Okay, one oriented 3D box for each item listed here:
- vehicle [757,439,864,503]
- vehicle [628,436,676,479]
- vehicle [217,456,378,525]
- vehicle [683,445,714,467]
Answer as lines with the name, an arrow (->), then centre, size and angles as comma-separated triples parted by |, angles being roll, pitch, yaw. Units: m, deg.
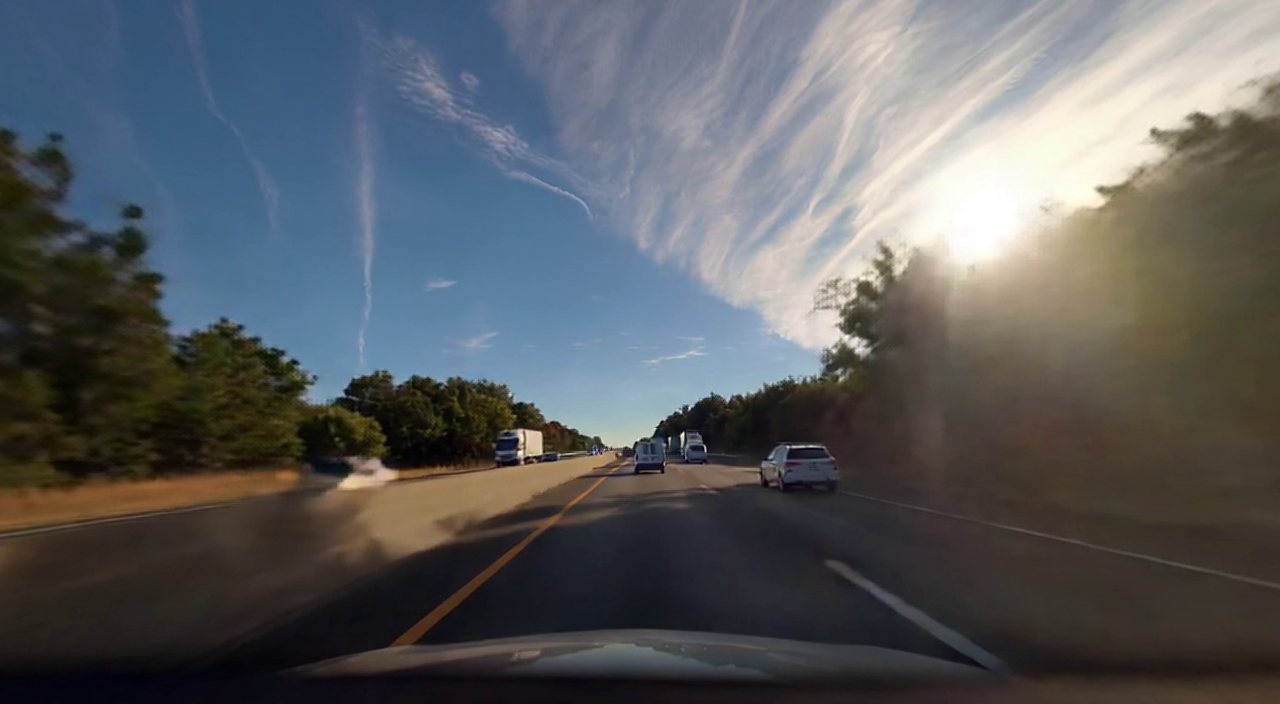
vehicle -> 4.553, 3.206, 17.383 | 1.868, 1.566, 3.509 | 0, -9, -1
vehicle -> 0.547, 5.088, 30.570 | 2.143, 1.925, 4.101 | 0, -9, 0
vehicle -> -8.598, 3.477, 16.315 | 1.884, 1.486, 3.974 | 0, -9, 1
vehicle -> 4.570, 8.225, 49.918 | 1.961, 1.689, 3.971 | 0, -9, -1
